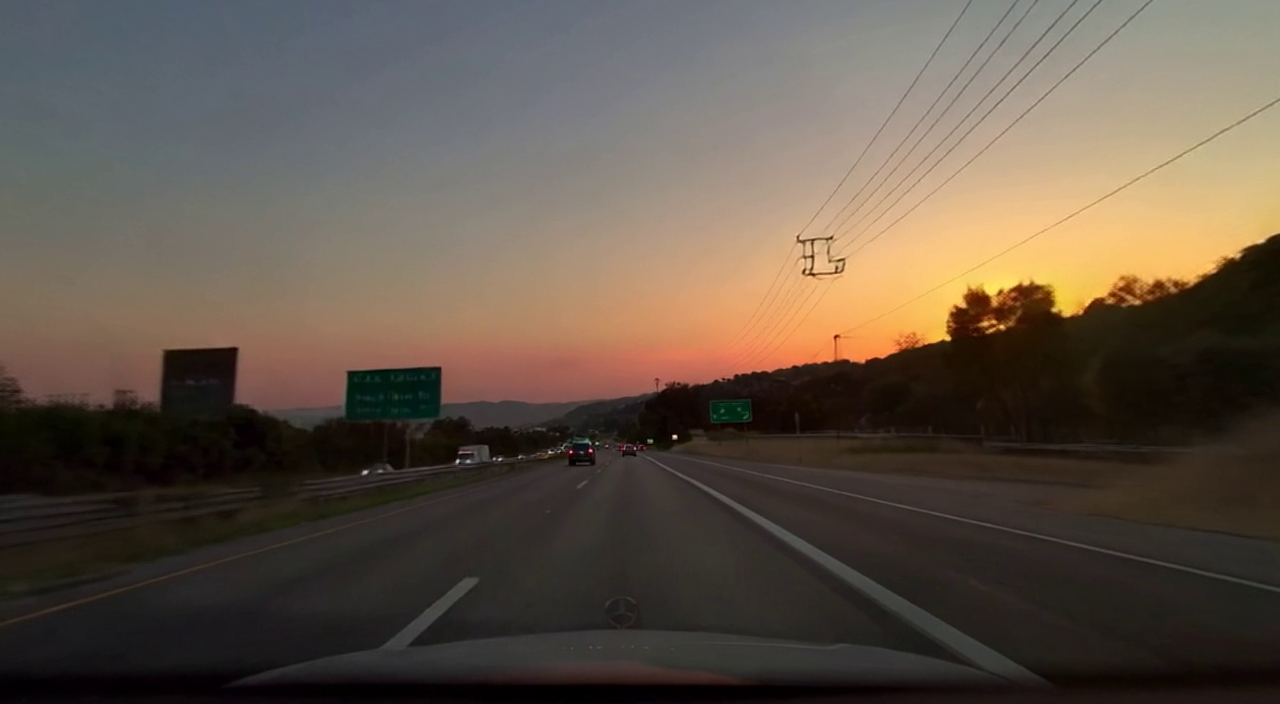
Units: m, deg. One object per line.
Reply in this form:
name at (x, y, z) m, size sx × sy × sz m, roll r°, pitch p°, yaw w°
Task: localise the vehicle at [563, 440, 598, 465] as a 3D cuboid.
vehicle at (-4.441, 7.569, 47.702) m, size 2.130 × 1.823 × 4.761 m, roll 0°, pitch -8°, yaw 0°
